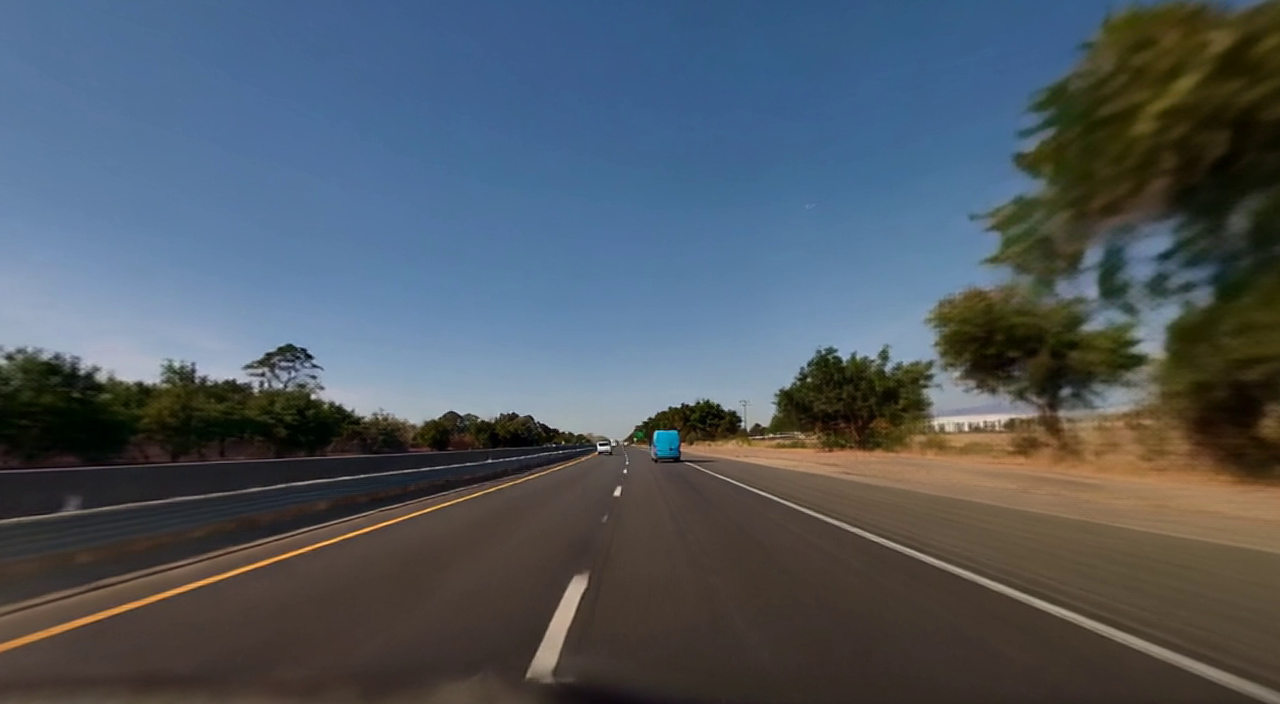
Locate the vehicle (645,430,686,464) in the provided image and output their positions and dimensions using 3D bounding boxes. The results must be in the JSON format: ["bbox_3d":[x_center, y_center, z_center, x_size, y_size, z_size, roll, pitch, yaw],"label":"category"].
[{"bbox_3d":[1.592,6.119,40.753,2.269,2.048,4.679,0,-8,-2],"label":"vehicle"}]
